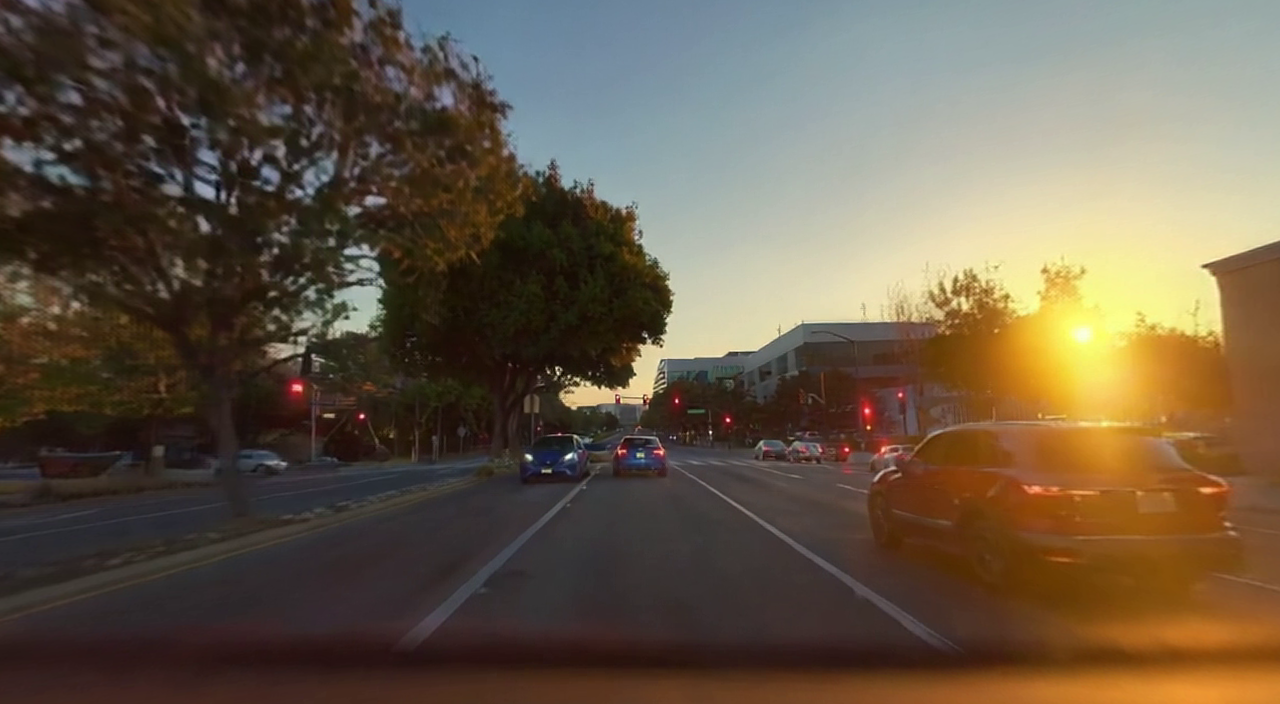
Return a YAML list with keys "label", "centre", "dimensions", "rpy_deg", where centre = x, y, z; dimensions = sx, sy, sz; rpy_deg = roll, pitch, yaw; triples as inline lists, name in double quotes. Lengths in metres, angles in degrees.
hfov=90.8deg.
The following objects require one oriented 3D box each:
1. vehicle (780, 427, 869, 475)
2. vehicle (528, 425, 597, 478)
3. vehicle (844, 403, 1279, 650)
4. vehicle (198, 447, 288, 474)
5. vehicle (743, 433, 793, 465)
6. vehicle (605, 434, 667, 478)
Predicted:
- label: "vehicle"
  centre: [7.268, 3.976, 25.477]
  dimensions: [2.068, 1.731, 4.752]
  rpy_deg: [0, -8, -1]
- label: "vehicle"
  centre: [-2.875, 3.856, 24.621]
  dimensions: [2.064, 1.825, 4.760]
  rpy_deg: [0, -8, 0]
- label: "vehicle"
  centre: [3.679, 1.378, 6.085]
  dimensions: [1.861, 1.473, 4.393]
  rpy_deg: [0, -8, -1]
- label: "vehicle"
  centre: [-24.845, 6.762, 39.714]
  dimensions: [4.561, 1.588, 1.832]
  rpy_deg: [5, -10, -29]
- label: "vehicle"
  centre: [7.078, 5.420, 35.365]
  dimensions: [1.894, 1.693, 4.110]
  rpy_deg: [0, -8, -1]
- label: "vehicle"
  centre: [-0.151, 3.804, 23.333]
  dimensions: [2.097, 1.480, 4.006]
  rpy_deg: [0, -8, 0]
